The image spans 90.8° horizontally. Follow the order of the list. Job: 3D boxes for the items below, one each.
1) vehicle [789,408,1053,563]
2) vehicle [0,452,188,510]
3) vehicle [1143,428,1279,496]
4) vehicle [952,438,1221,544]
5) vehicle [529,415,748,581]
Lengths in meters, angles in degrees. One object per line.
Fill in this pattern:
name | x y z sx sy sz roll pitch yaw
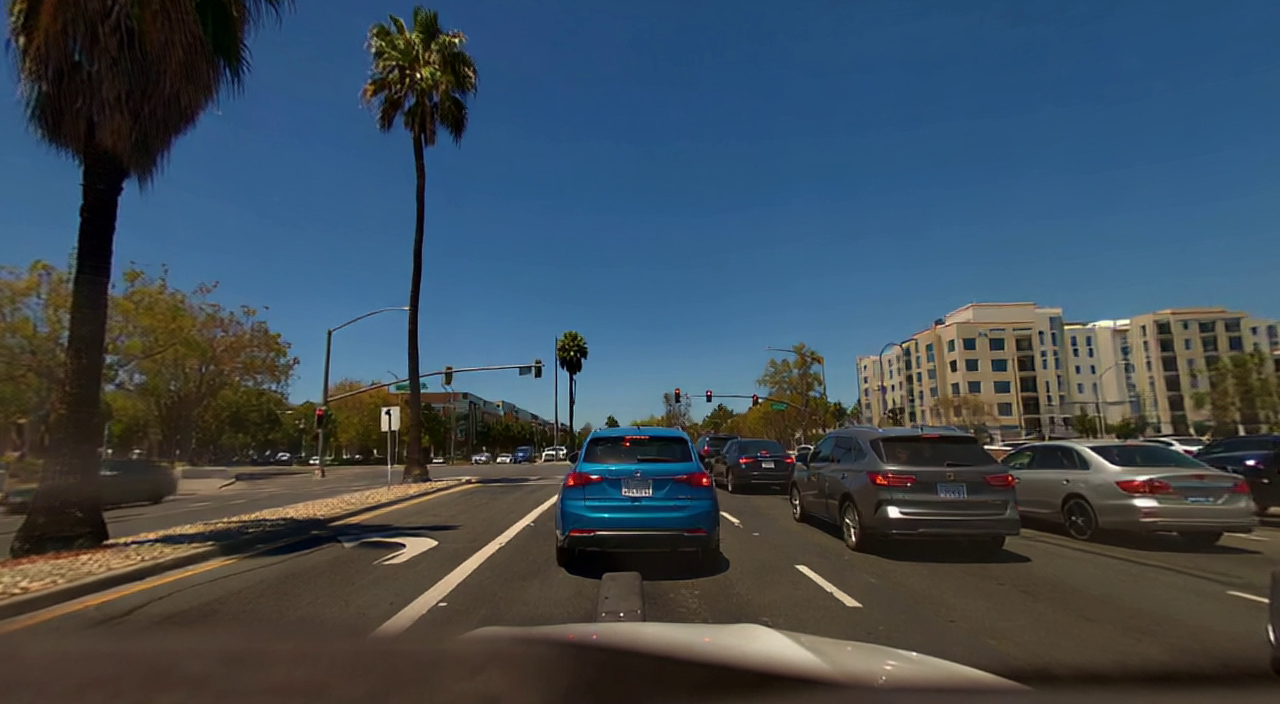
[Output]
vehicle | 3.663 1.820 9.249 1.947 1.725 4.159 0 -9 0
vehicle | -15.997 3.708 18.679 2.021 1.464 4.505 0 -9 -2
vehicle | 18.061 3.200 18.484 4.786 1.848 2.107 0 -9 -1
vehicle | 7.370 2.291 11.055 1.832 1.477 3.981 0 -9 2
vehicle | -0.020 1.708 8.120 2.083 1.572 4.021 0 -9 0
